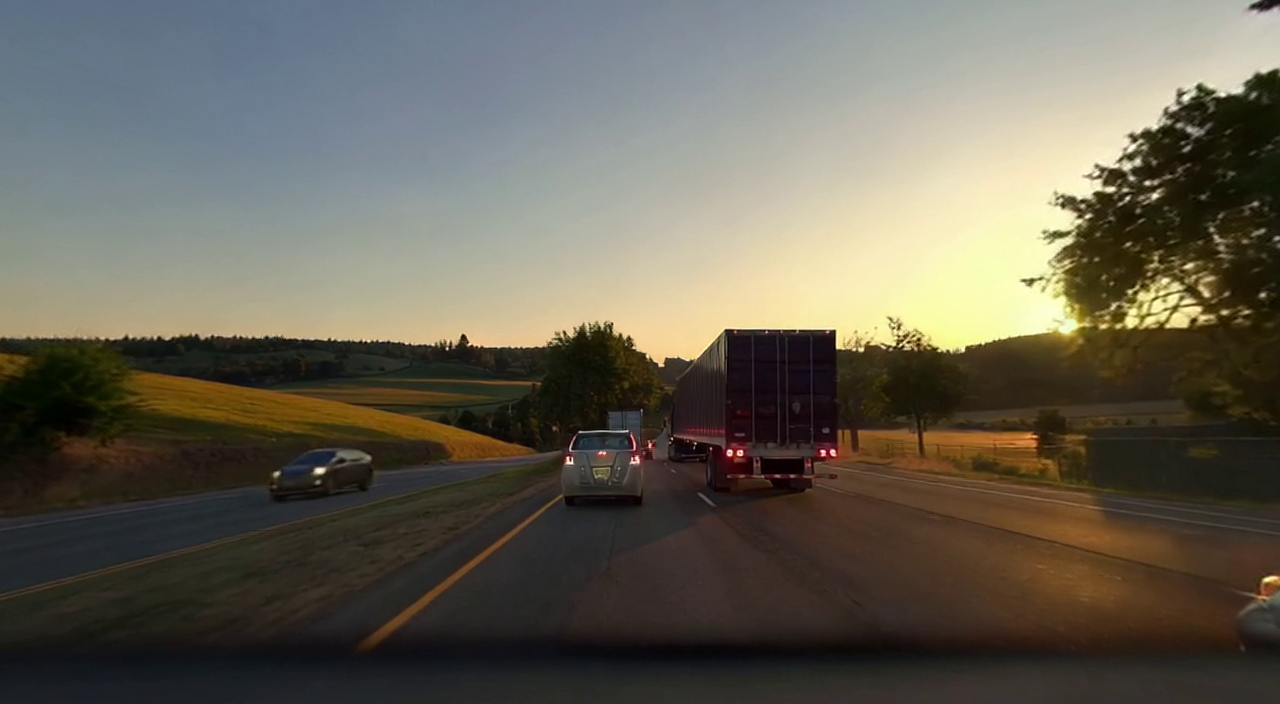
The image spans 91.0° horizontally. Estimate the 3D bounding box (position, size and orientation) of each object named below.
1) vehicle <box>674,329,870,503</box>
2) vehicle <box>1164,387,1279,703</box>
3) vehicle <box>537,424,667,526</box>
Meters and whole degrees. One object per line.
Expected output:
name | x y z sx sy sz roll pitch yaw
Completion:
vehicle | 3.656 2.733 23.800 3.591 4.290 16.696 0 -8 -1
vehicle | 3.552 0.630 0.660 1.960 1.515 4.713 0 -8 0
vehicle | -0.600 2.209 11.825 2.009 1.554 4.013 0 -8 0
